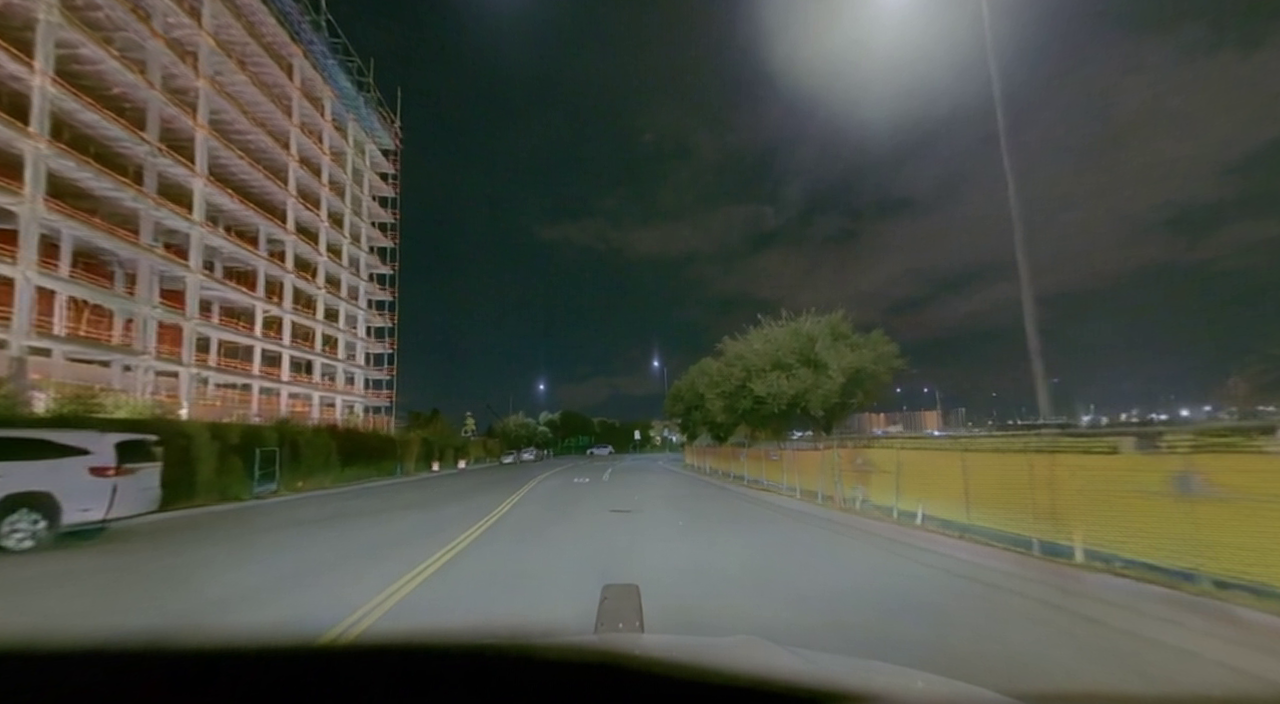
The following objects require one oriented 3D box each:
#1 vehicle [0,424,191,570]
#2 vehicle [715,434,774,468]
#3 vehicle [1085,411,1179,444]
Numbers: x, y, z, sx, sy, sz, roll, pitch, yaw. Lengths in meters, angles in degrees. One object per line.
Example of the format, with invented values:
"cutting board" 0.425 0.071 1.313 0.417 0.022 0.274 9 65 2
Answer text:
"vehicle" -9.184 2.249 10.463 1.515 2.074 2.668 0 -7 -3
"vehicle" 6.313 6.120 39.136 2.267 1.911 5.816 1 -9 -4
"vehicle" 29.836 4.659 38.499 1.923 1.823 4.343 -1 -9 -6
